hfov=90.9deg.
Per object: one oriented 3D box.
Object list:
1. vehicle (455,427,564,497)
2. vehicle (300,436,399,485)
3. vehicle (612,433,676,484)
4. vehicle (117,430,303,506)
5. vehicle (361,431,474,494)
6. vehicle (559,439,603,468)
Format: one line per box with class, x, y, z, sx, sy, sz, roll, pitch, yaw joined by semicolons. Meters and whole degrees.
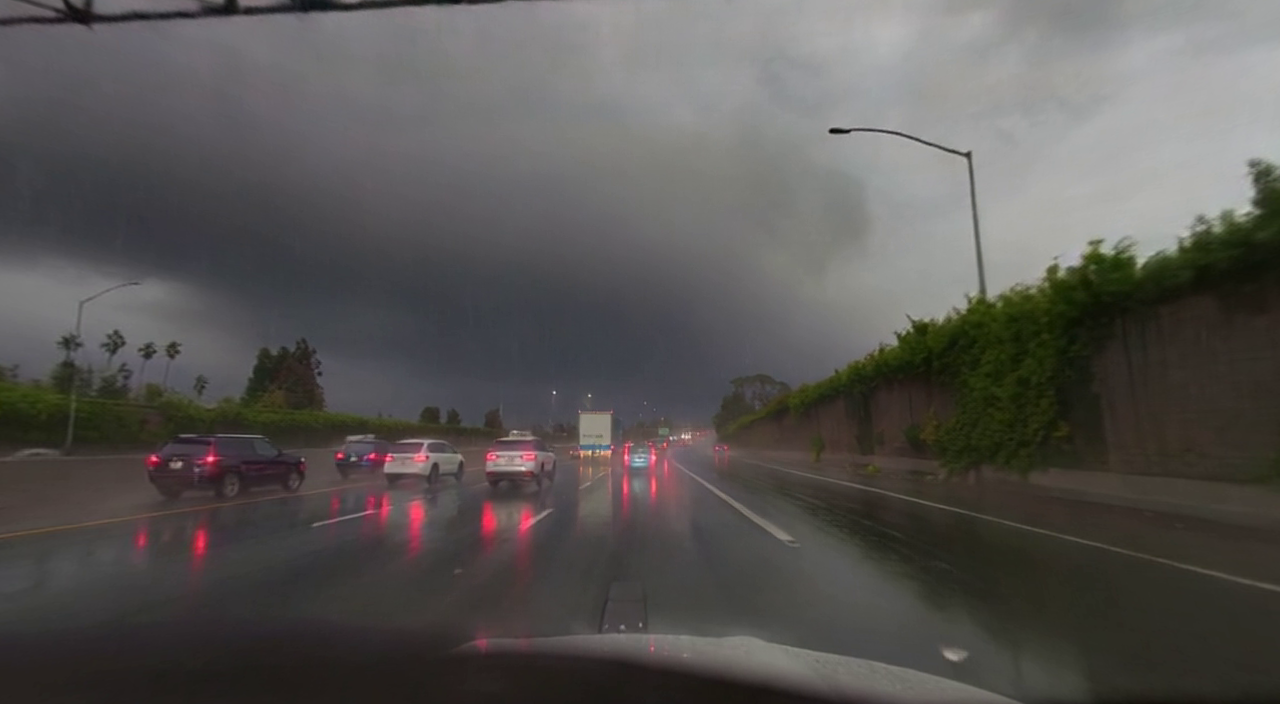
vehicle;-3.668;3.203;18.738;2.125;1.792;4.466;0;-8;2
vehicle;-10.909;4.087;24.017;1.863;1.696;3.885;0;-8;1
vehicle;0.172;3.899;23.411;2.180;1.716;3.920;0;-8;1
vehicle;-11.165;3.018;16.865;1.871;1.747;4.342;0;-8;0
vehicle;-6.927;3.475;20.180;1.998;1.770;4.222;0;-8;1
vehicle;-3.601;6.312;39.475;2.243;1.683;4.178;0;-8;1
